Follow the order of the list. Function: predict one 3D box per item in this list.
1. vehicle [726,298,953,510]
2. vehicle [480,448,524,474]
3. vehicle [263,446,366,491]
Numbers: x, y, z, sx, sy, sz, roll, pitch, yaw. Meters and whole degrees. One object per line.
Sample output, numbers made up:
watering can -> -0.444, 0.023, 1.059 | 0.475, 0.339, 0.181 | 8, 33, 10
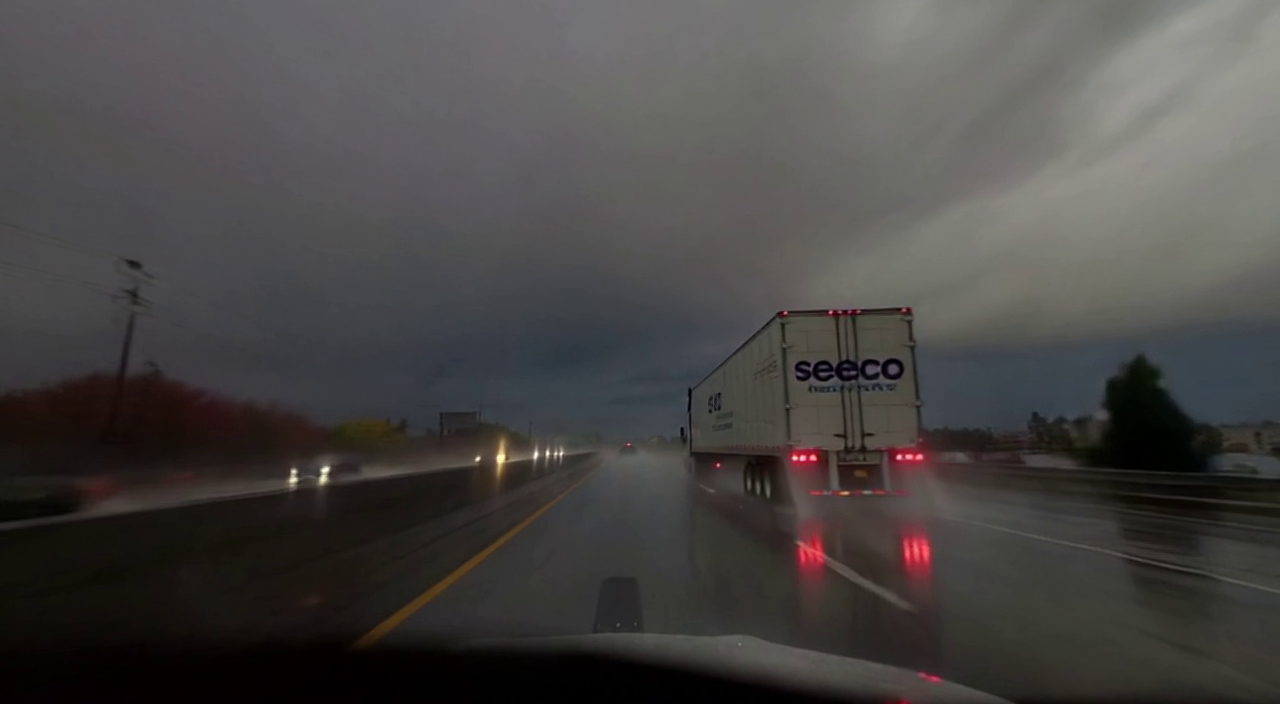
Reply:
vehicle -> 4.229, 1.545, 15.816 | 2.892, 3.928, 8.380 | -1, -9, 0
vehicle -> -9.137, 7.219, 41.737 | 1.978, 1.570, 4.487 | 0, -9, -1
vehicle -> -13.806, 4.922, 26.950 | 2.038, 1.718, 4.474 | 0, -9, -1
